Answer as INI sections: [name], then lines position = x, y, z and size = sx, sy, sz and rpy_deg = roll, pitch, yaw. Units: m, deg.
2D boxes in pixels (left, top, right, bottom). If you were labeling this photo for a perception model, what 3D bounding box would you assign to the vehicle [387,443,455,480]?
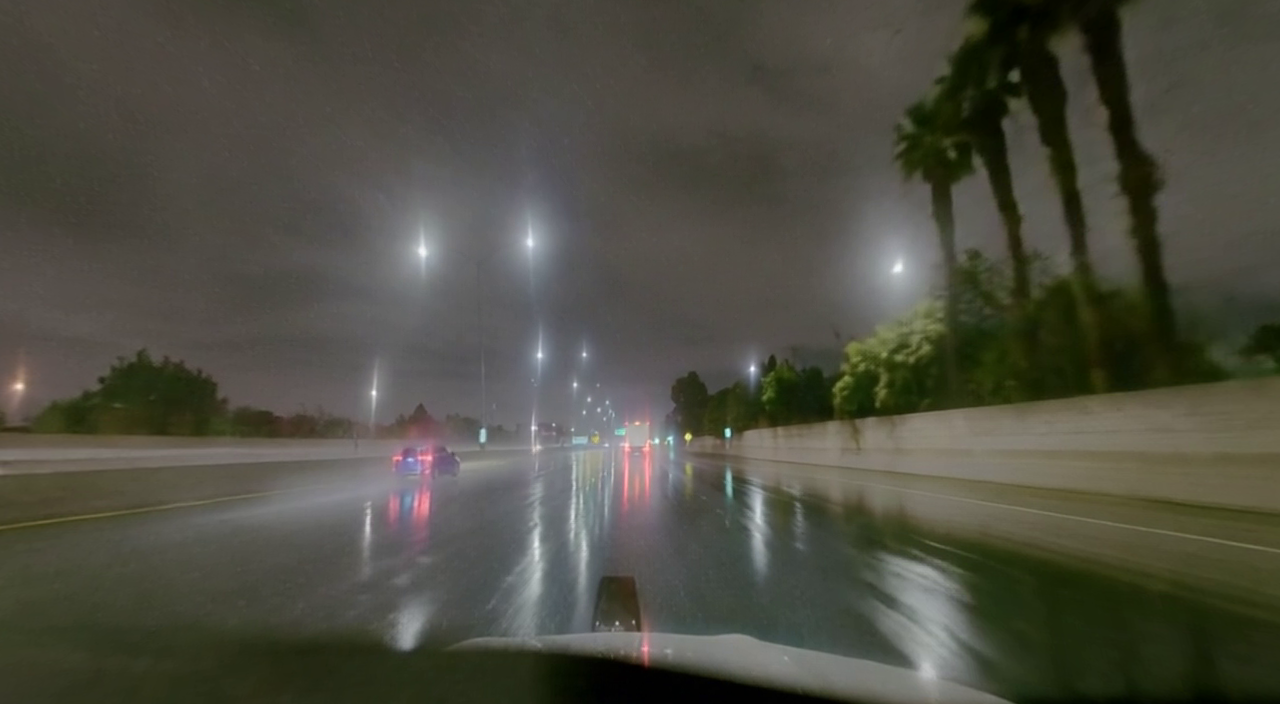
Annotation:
[vehicle]
position = -10.729, 5.377, 31.262
size = 1.897, 1.653, 4.113
rpy_deg = 0, -9, 0
